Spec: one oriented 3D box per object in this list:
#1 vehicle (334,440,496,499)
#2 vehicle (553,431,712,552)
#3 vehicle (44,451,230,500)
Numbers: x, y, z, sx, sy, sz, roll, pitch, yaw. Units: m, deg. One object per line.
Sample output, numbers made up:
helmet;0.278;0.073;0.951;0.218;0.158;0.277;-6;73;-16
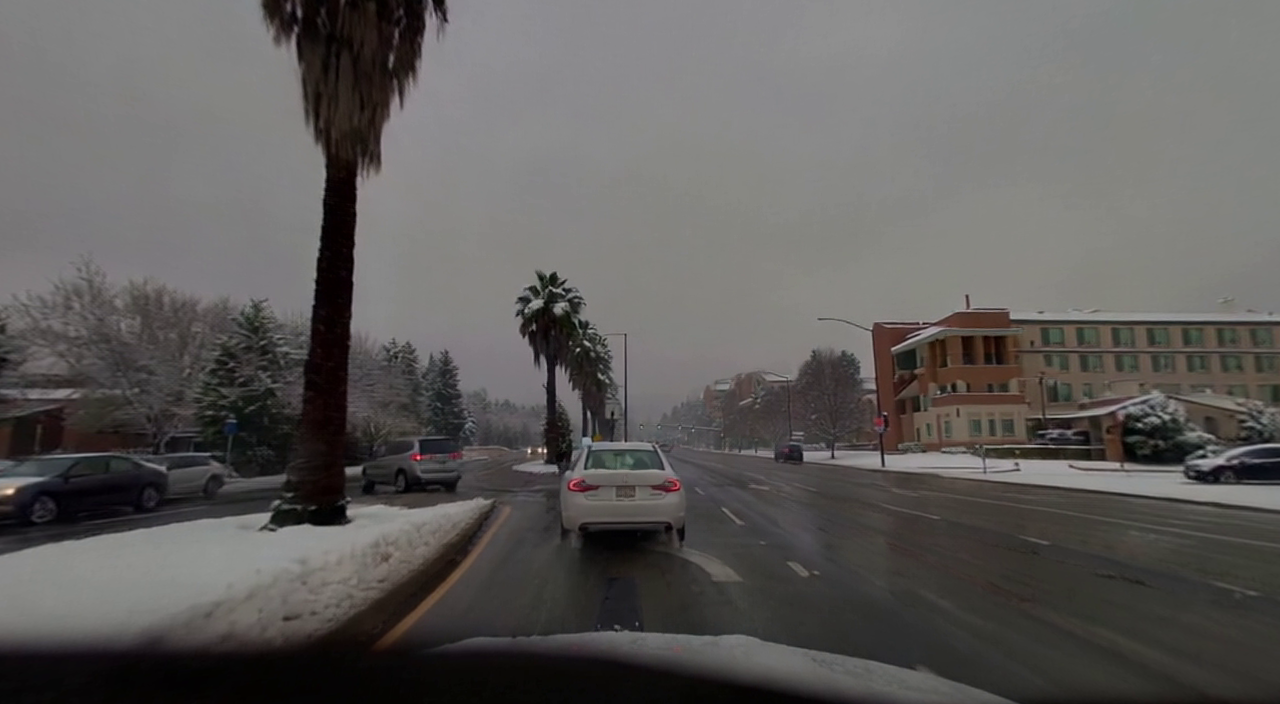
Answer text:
vehicle;-6.671;3.410;18.708;4.457;1.552;2.095;-5;-10;31
vehicle;-0.288;2.057;10.106;1.986;1.473;4.382;1;-9;-5
vehicle;-16.667;4.076;21.092;4.585;1.479;2.088;-1;-9;5
